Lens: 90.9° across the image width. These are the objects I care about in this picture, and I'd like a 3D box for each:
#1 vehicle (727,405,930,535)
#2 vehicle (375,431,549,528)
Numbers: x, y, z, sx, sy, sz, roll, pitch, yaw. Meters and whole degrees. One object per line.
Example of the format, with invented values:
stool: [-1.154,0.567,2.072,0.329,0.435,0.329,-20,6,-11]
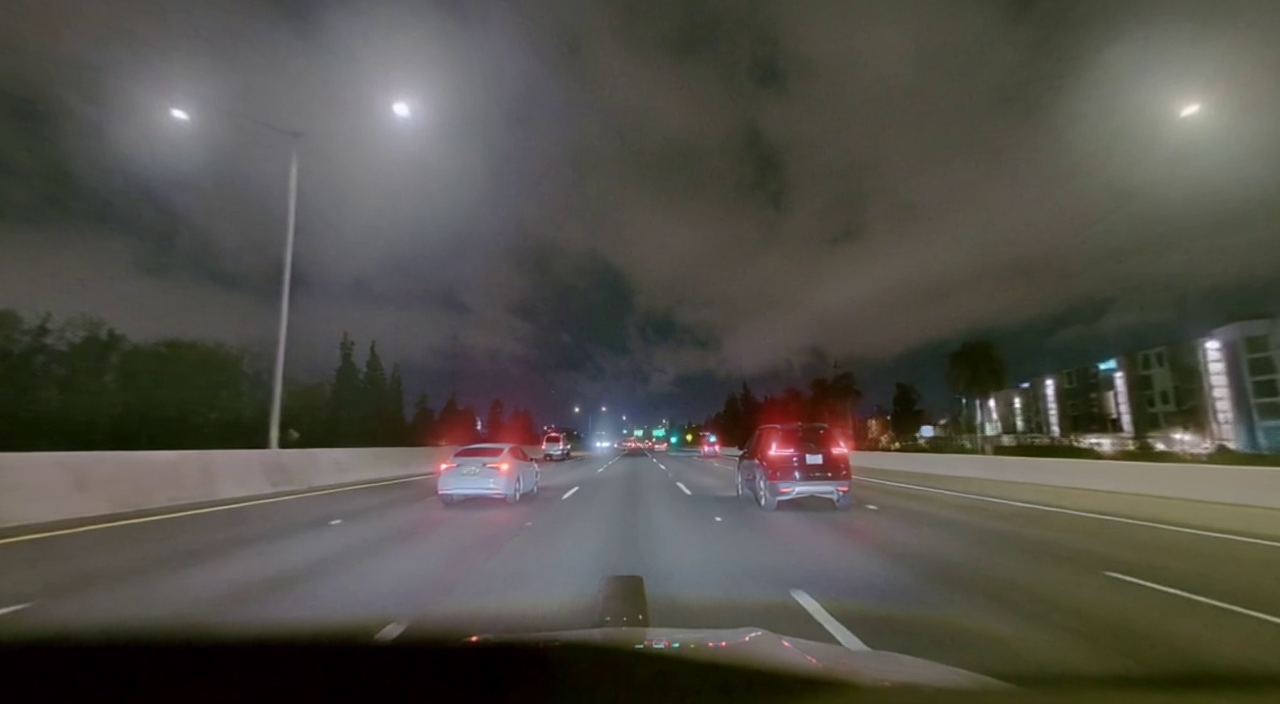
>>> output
vehicle: [3.063,2.058,11.585,2.148,1.852,4.835,0,-8,-1]
vehicle: [-3.234,2.418,12.630,2.080,1.542,4.718,-1,-8,1]
